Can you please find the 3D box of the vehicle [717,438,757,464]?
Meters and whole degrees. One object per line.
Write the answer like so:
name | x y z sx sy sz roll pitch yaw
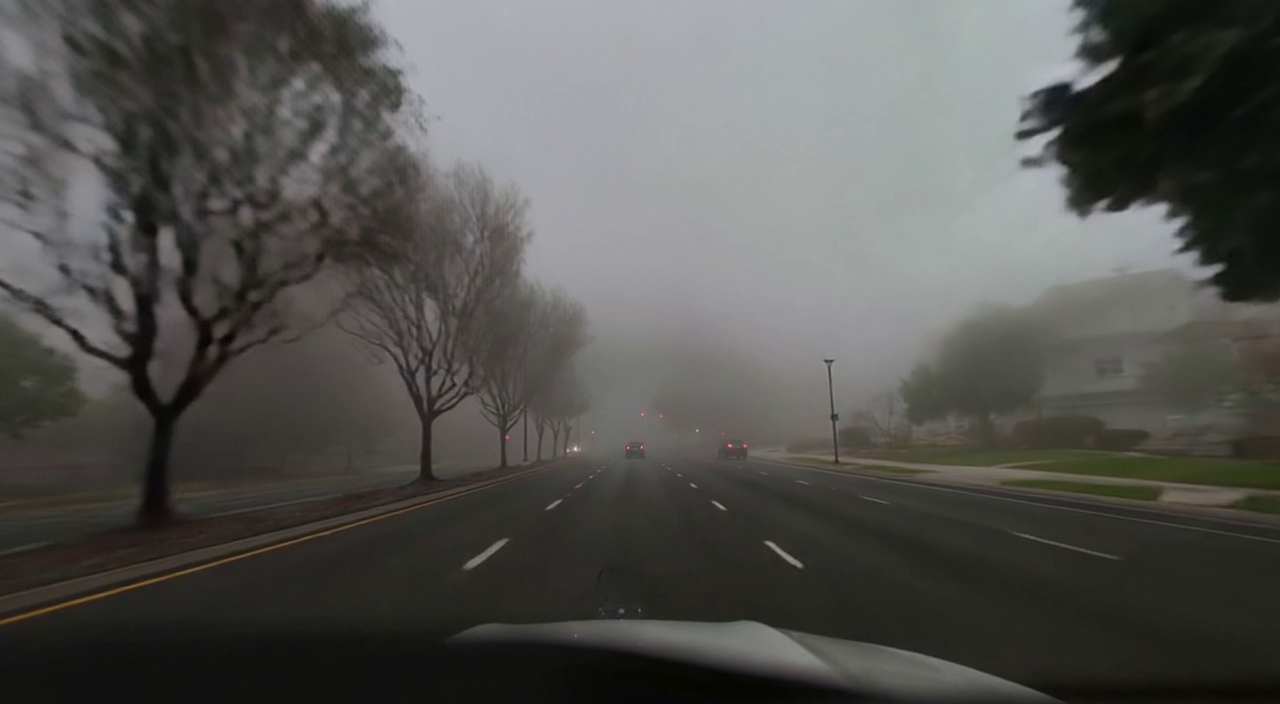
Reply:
vehicle | 6.767 7.005 44.668 2.011 1.710 4.357 0 -9 -1
